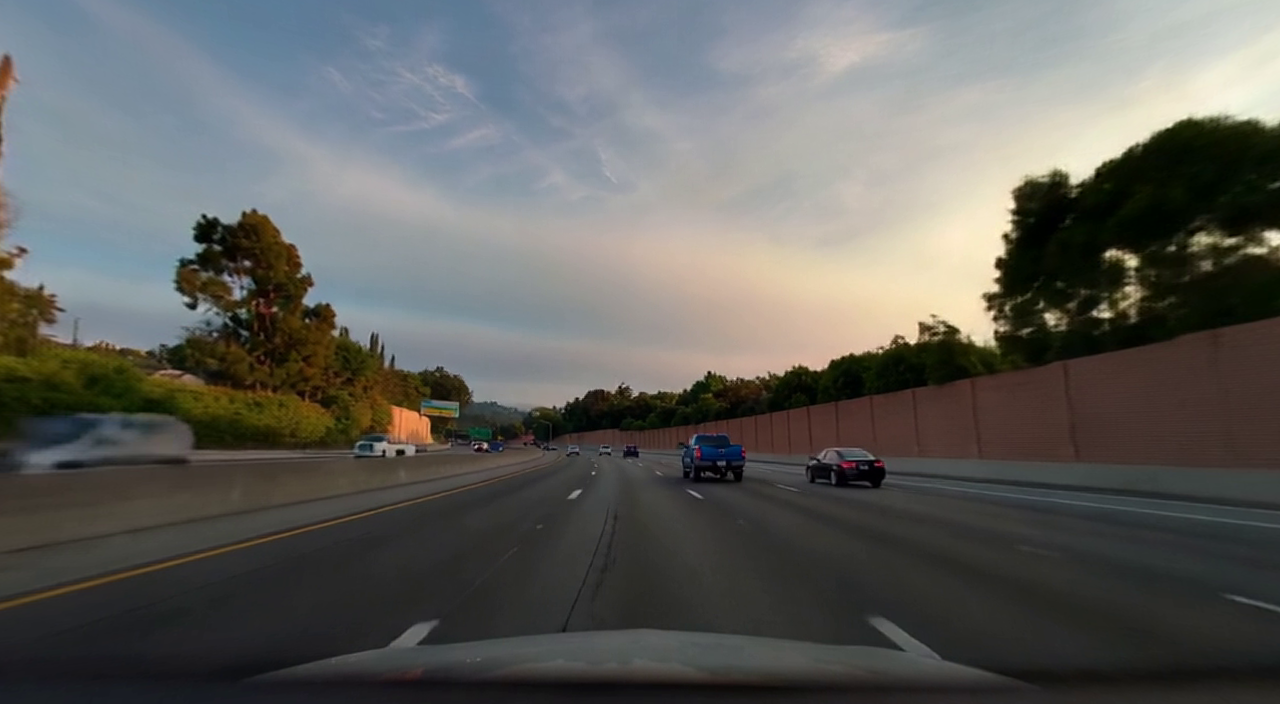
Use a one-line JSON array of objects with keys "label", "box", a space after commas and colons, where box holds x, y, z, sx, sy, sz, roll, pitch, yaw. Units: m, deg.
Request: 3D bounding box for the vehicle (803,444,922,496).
[{"label": "vehicle", "box": [7.200, 3.837, 21.083, 1.976, 1.485, 4.925, 0, -8, -3]}]

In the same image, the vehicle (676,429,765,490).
[{"label": "vehicle", "box": [2.818, 3.946, 23.553, 2.374, 1.952, 5.431, 0, -8, -2]}]

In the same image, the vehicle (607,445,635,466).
[{"label": "vehicle", "box": [-1.561, 8.062, 49.327, 2.050, 1.607, 3.821, 0, -8, -4]}]

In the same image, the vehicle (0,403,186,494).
[{"label": "vehicle", "box": [-14.293, 2.336, 15.282, 2.330, 1.837, 5.815, 0, -8, -1]}]
